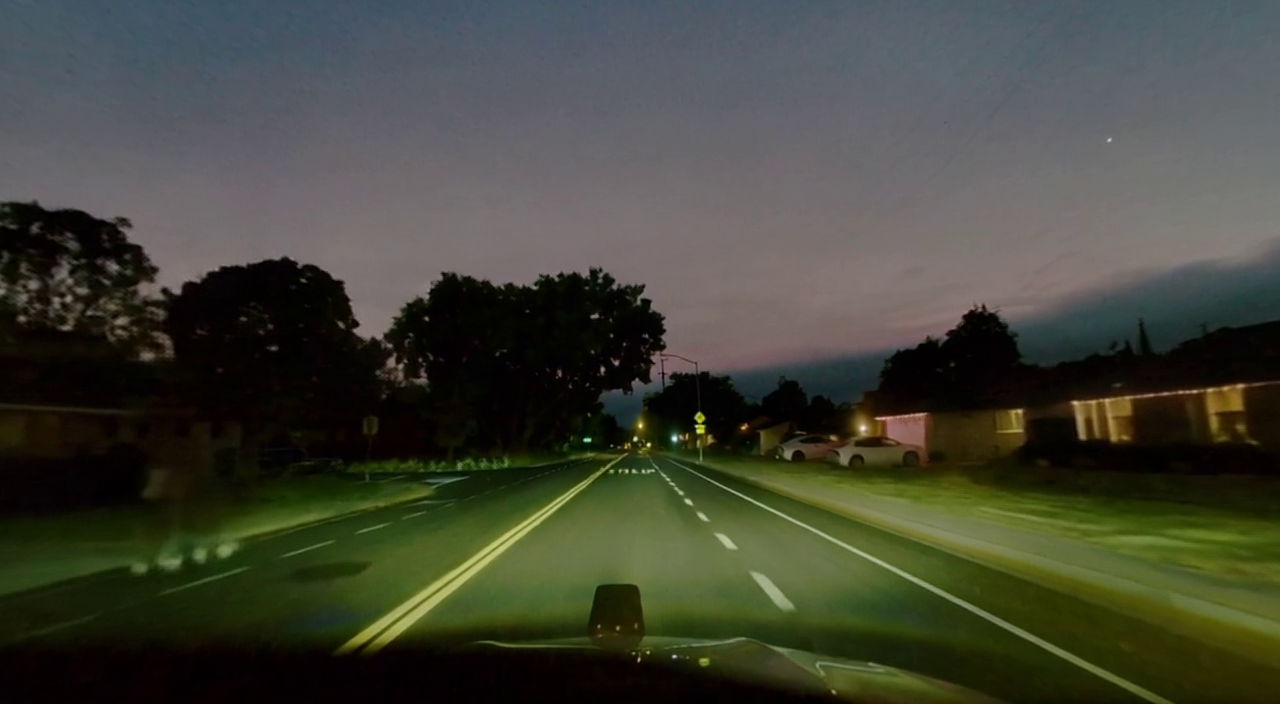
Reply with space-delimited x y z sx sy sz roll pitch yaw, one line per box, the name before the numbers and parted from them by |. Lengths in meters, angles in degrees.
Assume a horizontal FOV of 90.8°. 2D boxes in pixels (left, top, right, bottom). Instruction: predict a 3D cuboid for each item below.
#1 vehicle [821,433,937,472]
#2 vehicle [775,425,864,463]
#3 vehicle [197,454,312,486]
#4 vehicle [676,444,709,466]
vehicle | 10.949 4.625 29.185 4.493 1.493 1.926 -3 -9 -4
vehicle | 10.757 5.561 38.116 4.459 1.696 2.361 -6 -9 -2
vehicle | -18.962 5.804 31.174 4.440 1.445 1.919 -1 -9 4
vehicle | 3.747 7.410 45.593 1.940 1.470 4.101 0 -9 -1
